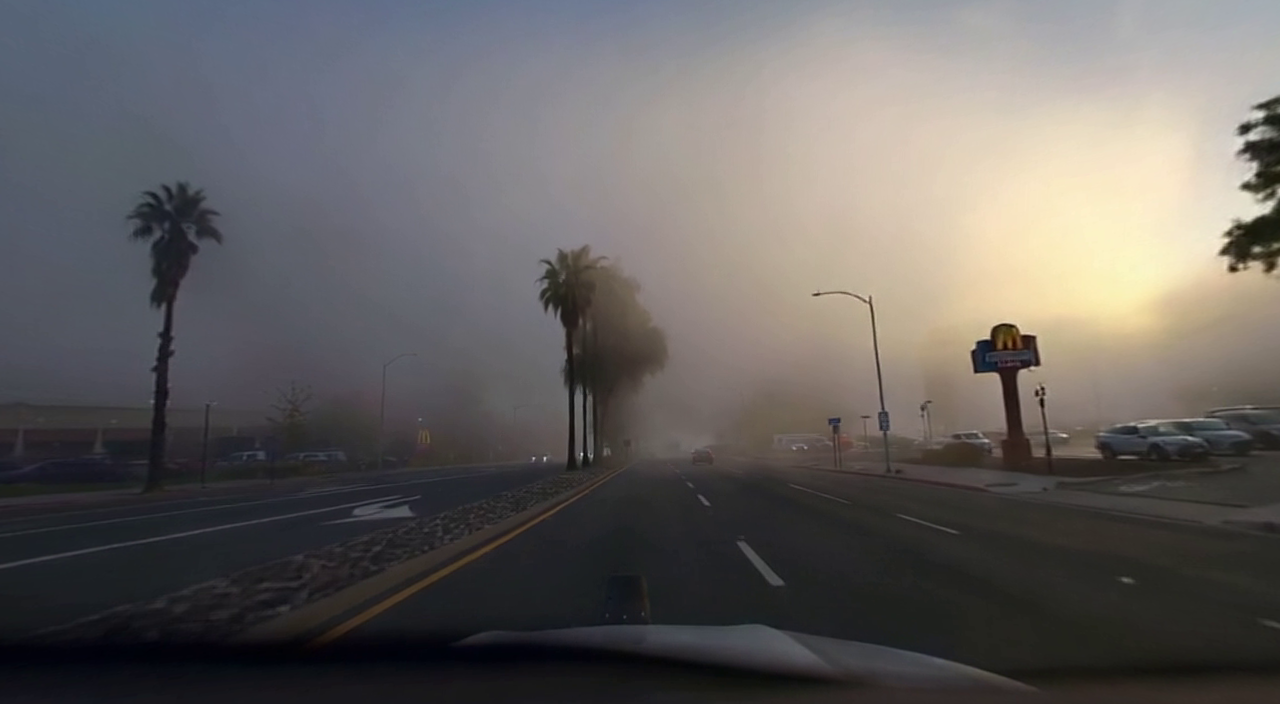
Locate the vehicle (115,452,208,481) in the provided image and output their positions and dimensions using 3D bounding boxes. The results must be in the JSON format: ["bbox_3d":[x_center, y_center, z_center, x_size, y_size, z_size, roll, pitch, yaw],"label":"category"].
[{"bbox_3d":[-27.833,6.661,36.871,2.067,1.563,4.043,0,-9,3],"label":"vehicle"}]

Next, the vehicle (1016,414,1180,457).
[{"bbox_3d":[19.312,3.562,26.836,5.123,1.730,2.183,0,-9,3],"label":"vehicle"}]

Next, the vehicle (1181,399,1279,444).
[{"bbox_3d":[31.356,3.535,31.670,6.052,2.013,2.331,0,-10,2],"label":"vehicle"}]

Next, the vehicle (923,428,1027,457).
[{"bbox_3d":[18.725,5.112,35.431,4.691,1.545,1.900,-1,-9,5],"label":"vehicle"}]
